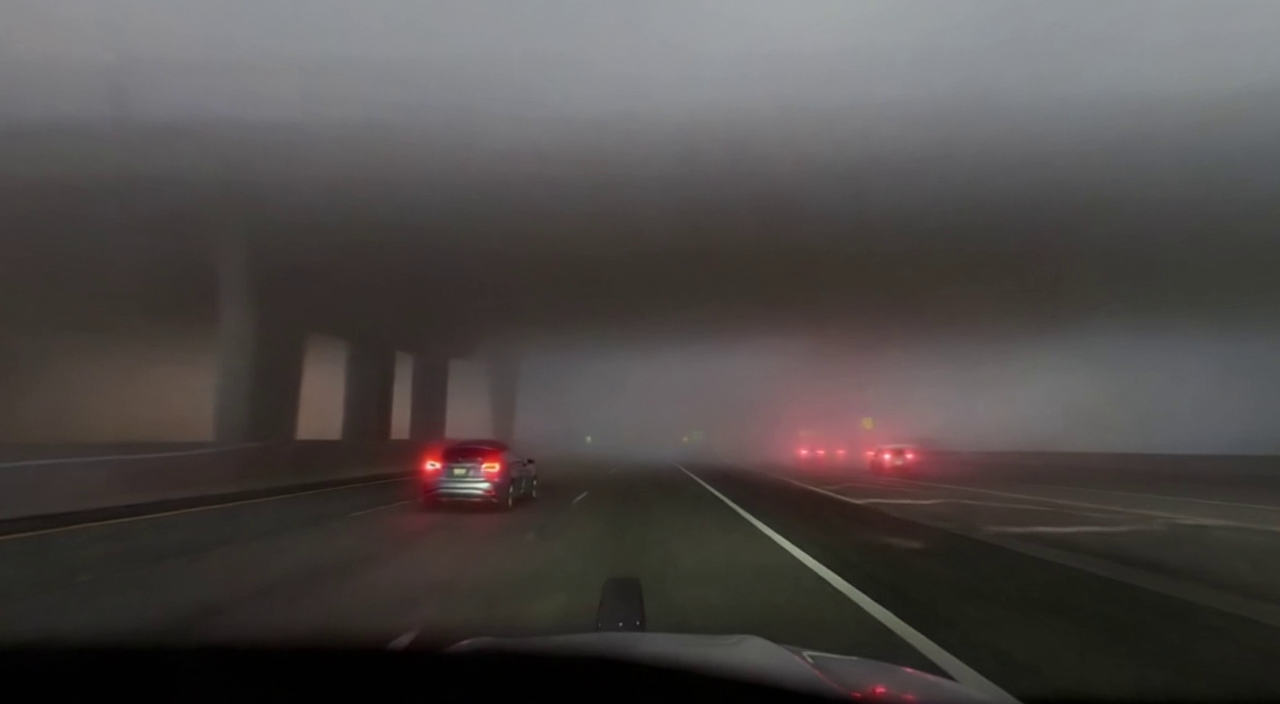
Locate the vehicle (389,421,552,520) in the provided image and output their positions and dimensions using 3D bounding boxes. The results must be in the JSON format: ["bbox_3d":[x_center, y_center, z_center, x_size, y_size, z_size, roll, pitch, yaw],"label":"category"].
[{"bbox_3d":[-3.368,2.475,13.652,2.203,1.734,4.600,0,-9,1],"label":"vehicle"}]
